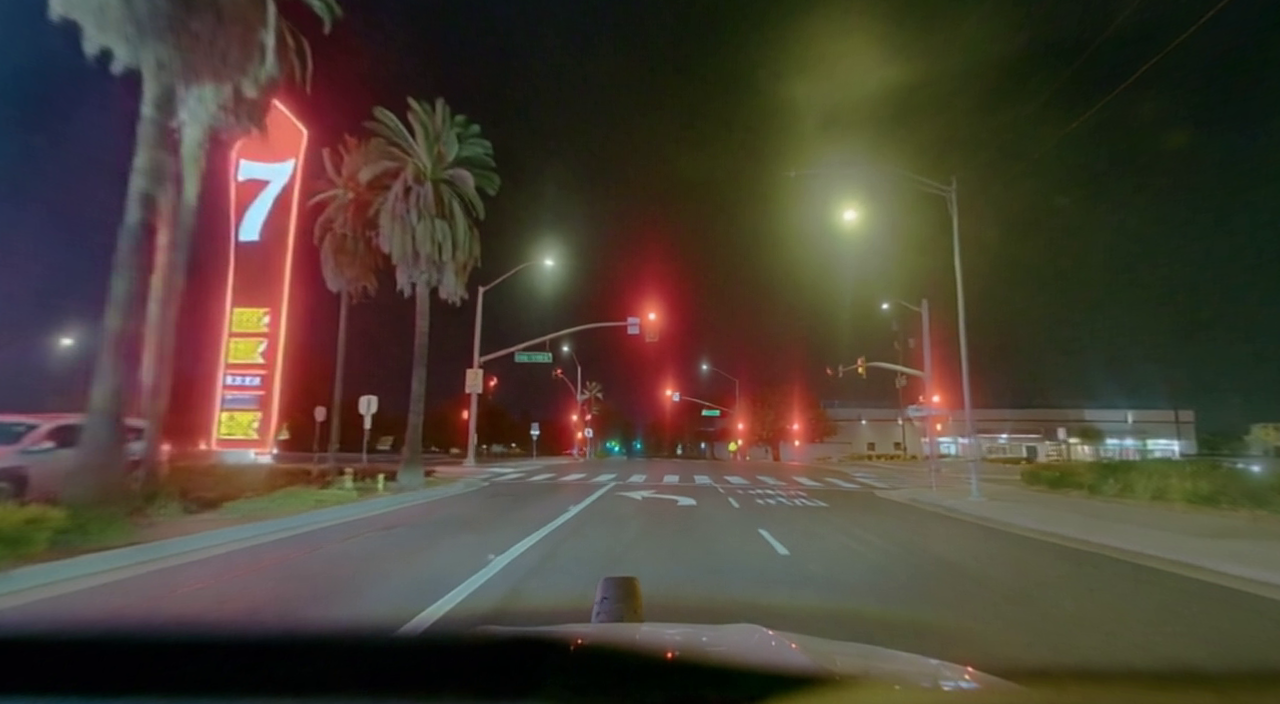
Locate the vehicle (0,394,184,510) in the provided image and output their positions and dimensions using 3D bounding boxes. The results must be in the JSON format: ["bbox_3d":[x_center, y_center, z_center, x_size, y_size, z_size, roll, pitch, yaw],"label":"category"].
[{"bbox_3d":[-11.091,1.803,11.383,2.109,1.816,4.670,-1,-8,2],"label":"vehicle"}]

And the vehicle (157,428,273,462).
[{"bbox_3d":[-21.233,4.680,31.695,4.350,1.624,2.023,0,-8,0],"label":"vehicle"}]
